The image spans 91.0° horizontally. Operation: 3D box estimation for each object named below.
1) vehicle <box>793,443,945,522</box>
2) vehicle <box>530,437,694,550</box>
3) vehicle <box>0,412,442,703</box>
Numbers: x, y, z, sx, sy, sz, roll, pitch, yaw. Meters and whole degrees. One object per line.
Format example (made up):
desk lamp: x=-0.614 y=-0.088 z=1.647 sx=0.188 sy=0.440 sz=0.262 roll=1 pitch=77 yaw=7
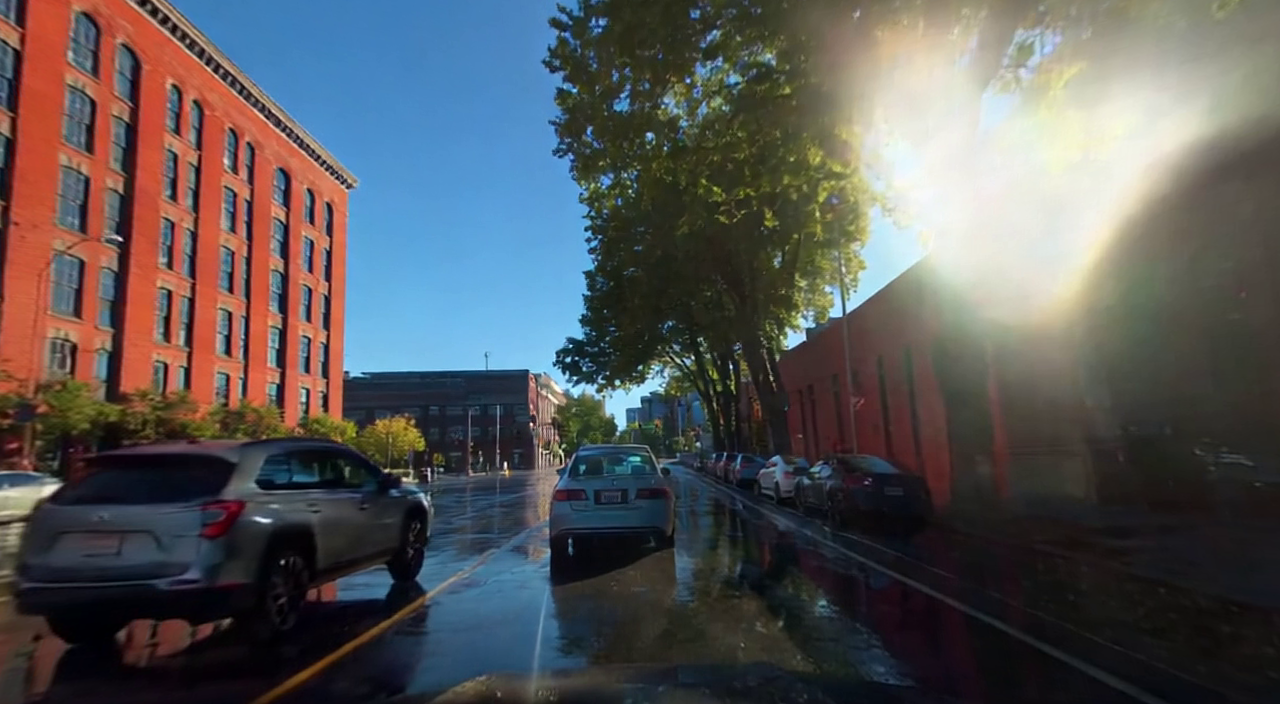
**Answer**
vehicle: x=4.912 y=2.823 z=14.217 sx=1.832 sy=1.491 sz=4.054 roll=1 pitch=-9 yaw=-1
vehicle: x=-0.383 y=2.241 z=10.679 sx=2.230 sy=1.518 sz=4.113 roll=0 pitch=-9 yaw=0
vehicle: x=-3.508 y=1.439 z=5.593 sx=1.934 sy=1.548 sz=4.635 roll=0 pitch=-9 yaw=1
